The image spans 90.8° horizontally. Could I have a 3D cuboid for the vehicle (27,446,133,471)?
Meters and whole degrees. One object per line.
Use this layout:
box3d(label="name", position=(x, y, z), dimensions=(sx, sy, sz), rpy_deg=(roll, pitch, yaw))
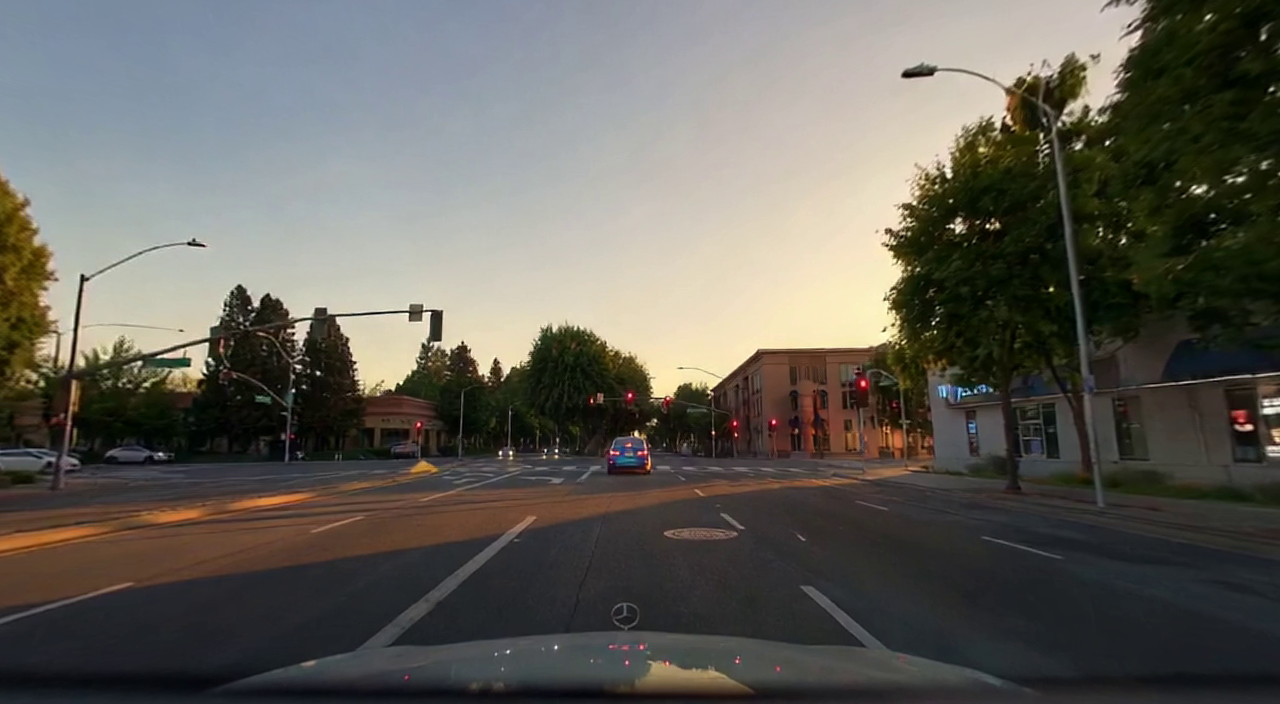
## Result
box3d(label="vehicle", position=(-36.989, 7.034, 41.841), dimensions=(4.891, 1.591, 2.067), rpy_deg=(0, -9, -2))

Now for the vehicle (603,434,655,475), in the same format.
box3d(label="vehicle", position=(-0.482, 4.422, 27.340), dimensions=(2.066, 1.618, 3.922), rpy_deg=(0, -9, -1))
